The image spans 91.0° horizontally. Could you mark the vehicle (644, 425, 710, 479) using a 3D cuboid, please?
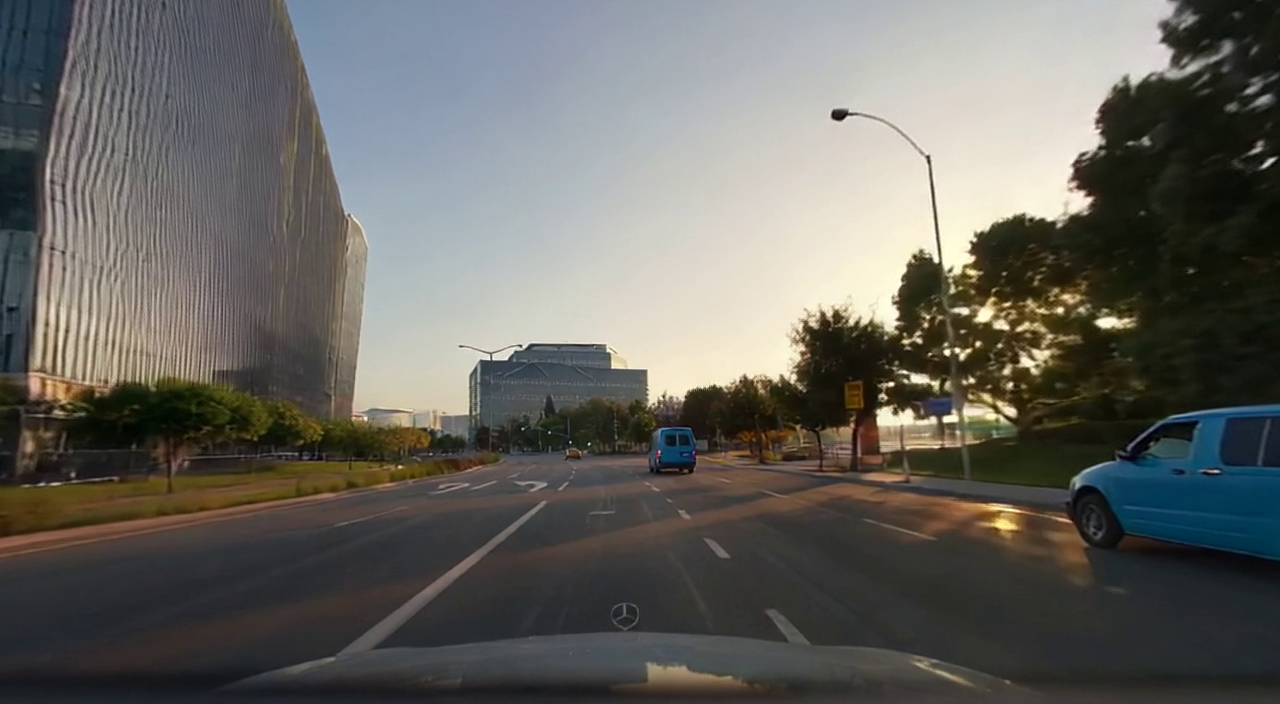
[{"bbox_3d":[1.596,4.597,29.182,2.339,2.244,4.817,1,-9,-5],"label":"vehicle"}]

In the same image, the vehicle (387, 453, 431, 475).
[{"bbox_3d":[-16.947,8.190,46.384,1.893,1.447,4.581,1,-9,-6],"label":"vehicle"}]

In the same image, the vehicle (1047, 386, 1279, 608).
[{"bbox_3d":[6.004,1.196,5.351,1.992,1.726,4.434,0,-8,-2],"label":"vehicle"}]
